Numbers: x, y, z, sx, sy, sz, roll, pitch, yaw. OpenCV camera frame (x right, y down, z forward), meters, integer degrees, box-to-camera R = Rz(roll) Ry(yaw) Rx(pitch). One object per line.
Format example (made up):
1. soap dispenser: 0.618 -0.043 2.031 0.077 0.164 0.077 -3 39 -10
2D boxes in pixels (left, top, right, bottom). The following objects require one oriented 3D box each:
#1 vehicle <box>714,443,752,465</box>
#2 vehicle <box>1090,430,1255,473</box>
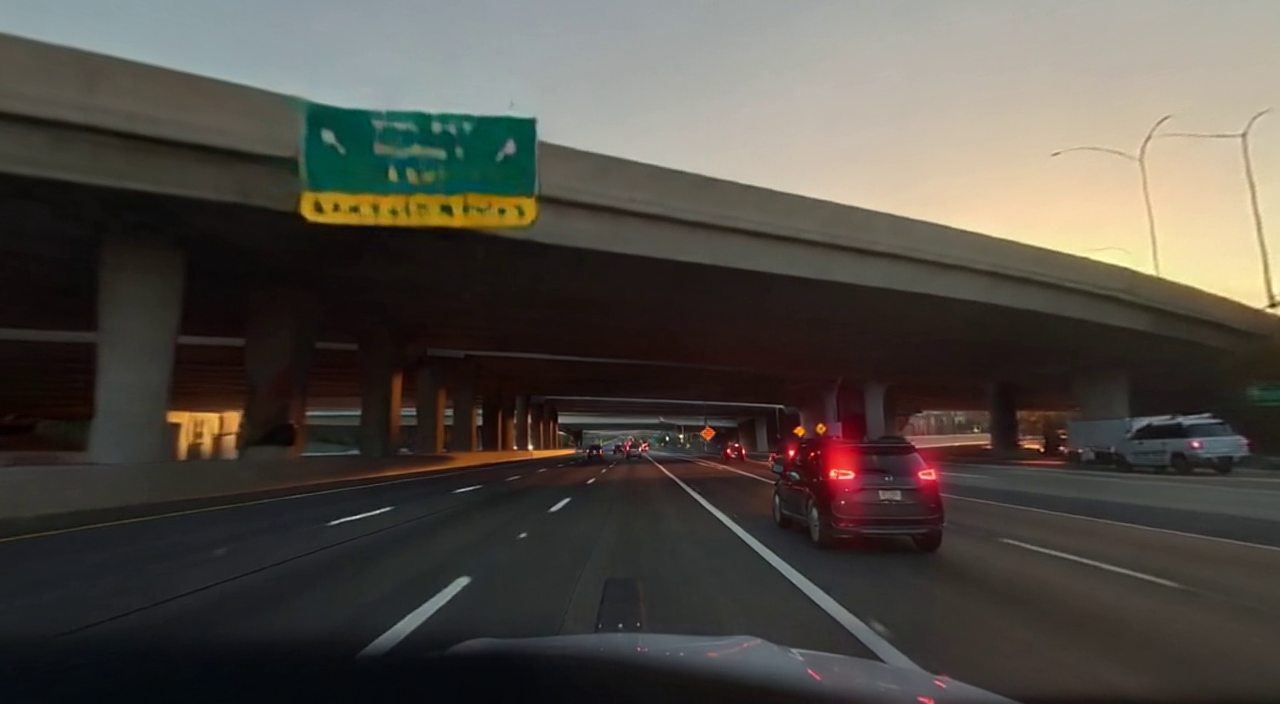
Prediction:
1. vehicle: 6.936 7.640 47.505 2.075 1.611 4.421 0 -8 -1
2. vehicle: 20.468 3.854 24.667 1.821 1.479 5.004 1 -8 -5
